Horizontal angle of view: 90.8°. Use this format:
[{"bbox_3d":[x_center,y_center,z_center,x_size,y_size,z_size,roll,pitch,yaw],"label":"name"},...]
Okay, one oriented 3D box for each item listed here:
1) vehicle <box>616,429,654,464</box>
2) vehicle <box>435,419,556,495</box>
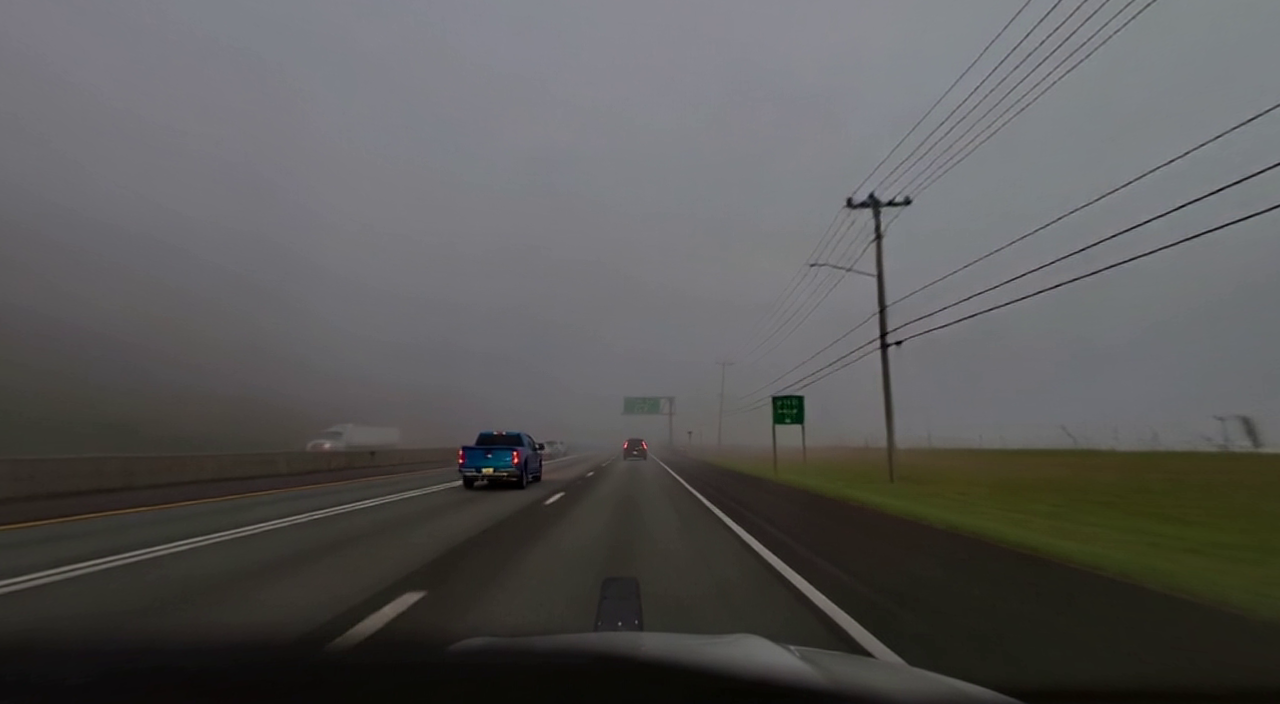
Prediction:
[{"bbox_3d":[-0.341,6.232,41.765,2.358,2.144,4.713,0,-8,0],"label":"vehicle"},{"bbox_3d":[-3.851,2.941,18.017,2.204,1.812,5.289,0,-8,0],"label":"vehicle"}]
